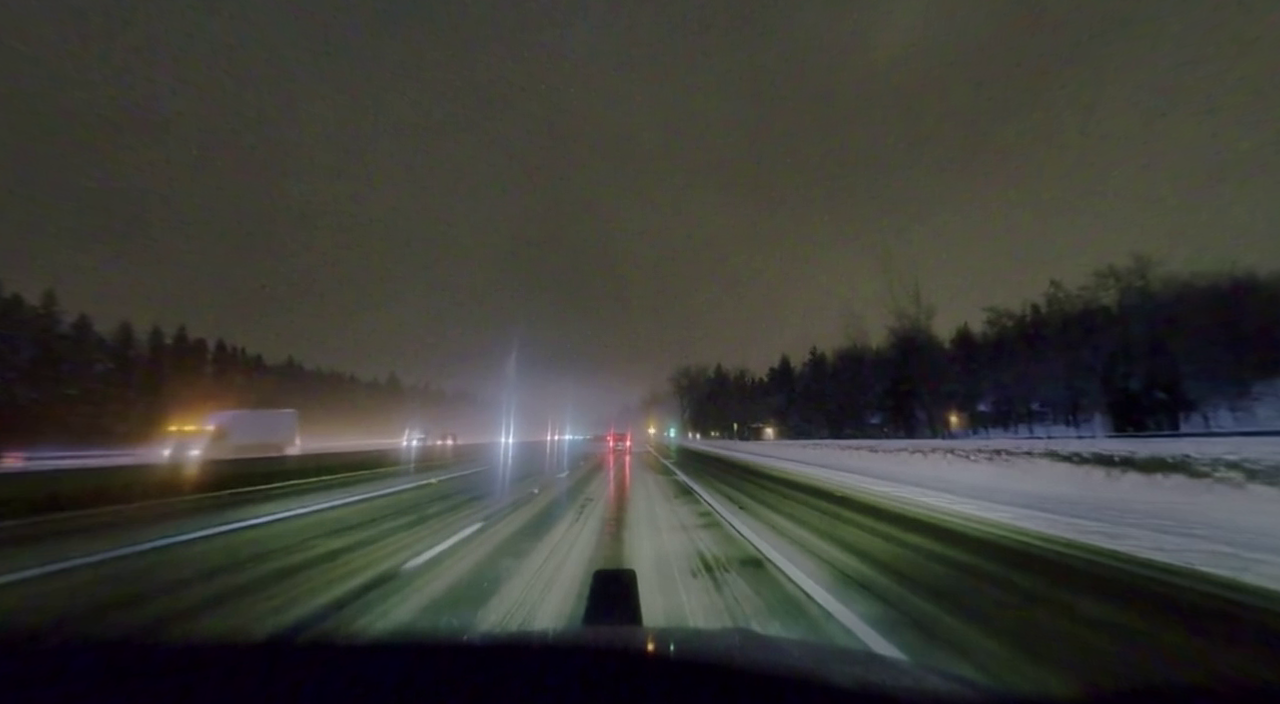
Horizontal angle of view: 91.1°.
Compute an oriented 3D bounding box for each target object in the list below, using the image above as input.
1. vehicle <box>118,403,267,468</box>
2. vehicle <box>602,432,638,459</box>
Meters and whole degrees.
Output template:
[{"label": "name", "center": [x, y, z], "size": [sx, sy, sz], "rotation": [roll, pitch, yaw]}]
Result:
[{"label": "vehicle", "center": [-23.708, 4.482, 33.920], "size": [2.648, 3.105, 7.345], "rotation": [0, -8, -1]}, {"label": "vehicle", "center": [-1.132, 5.347, 36.055], "size": [1.948, 1.470, 3.913], "rotation": [0, -8, -2]}]
